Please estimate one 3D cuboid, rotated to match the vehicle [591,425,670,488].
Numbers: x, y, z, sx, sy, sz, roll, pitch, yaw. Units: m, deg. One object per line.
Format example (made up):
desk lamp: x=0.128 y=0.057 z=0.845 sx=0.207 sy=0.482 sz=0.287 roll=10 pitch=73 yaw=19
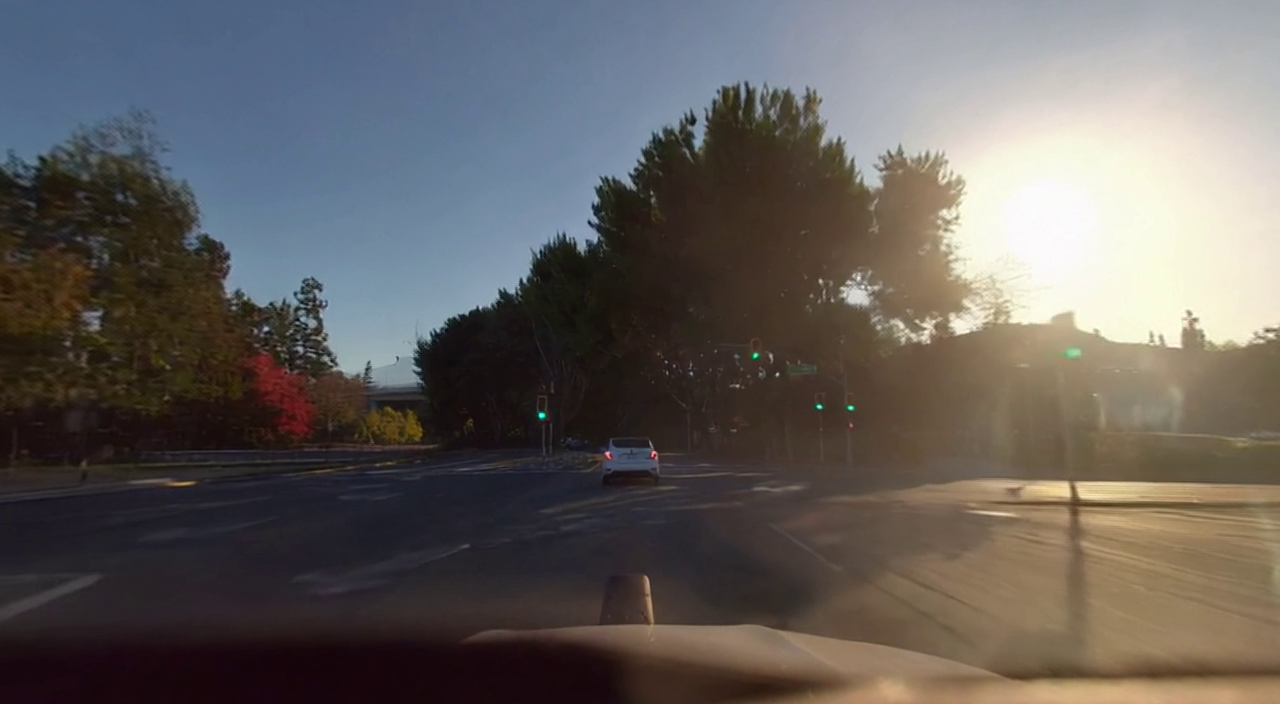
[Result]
vehicle: x=-0.268 y=3.211 z=19.632 sx=2.192 sy=1.734 sz=4.176 roll=0 pitch=-8 yaw=0
